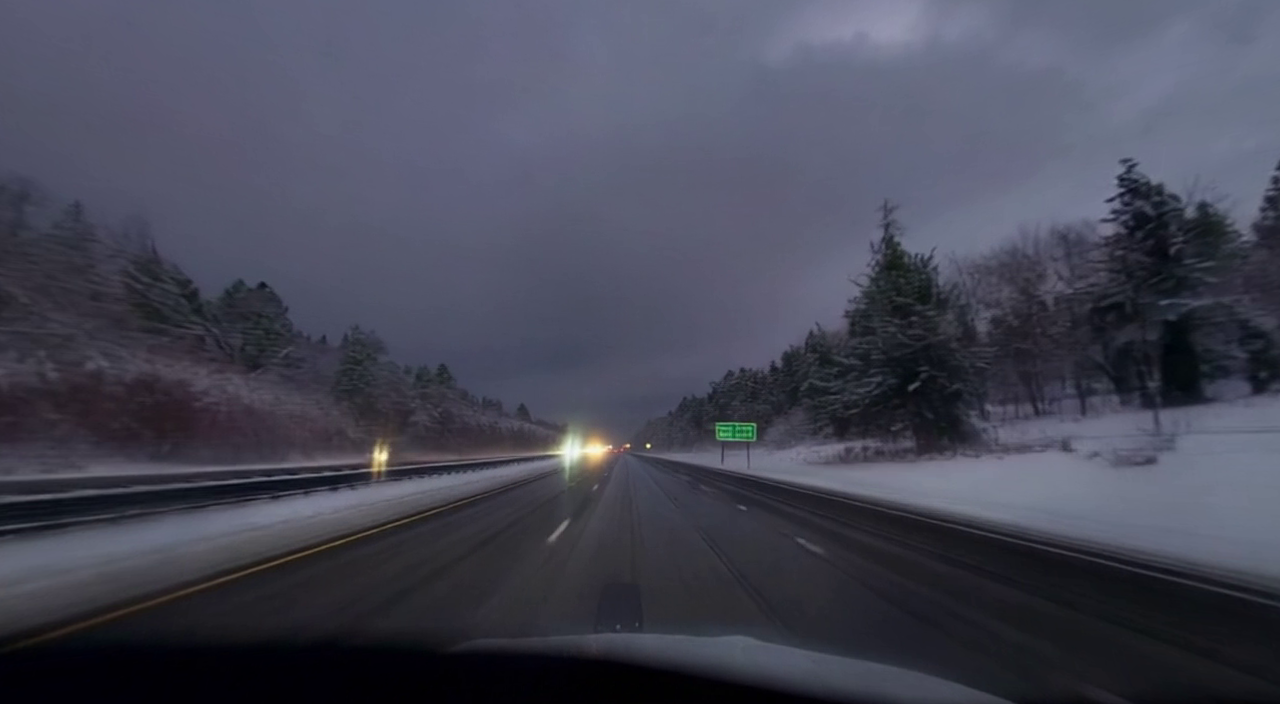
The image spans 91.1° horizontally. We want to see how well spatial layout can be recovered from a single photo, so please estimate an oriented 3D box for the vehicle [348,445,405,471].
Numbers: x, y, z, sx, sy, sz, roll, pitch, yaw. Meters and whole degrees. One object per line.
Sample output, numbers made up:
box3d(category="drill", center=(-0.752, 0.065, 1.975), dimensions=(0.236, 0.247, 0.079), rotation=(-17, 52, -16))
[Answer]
box3d(category="vehicle", center=(-16.742, 6.754, 40.153), dimensions=(1.958, 1.497, 4.022), rotation=(0, -9, 0))
